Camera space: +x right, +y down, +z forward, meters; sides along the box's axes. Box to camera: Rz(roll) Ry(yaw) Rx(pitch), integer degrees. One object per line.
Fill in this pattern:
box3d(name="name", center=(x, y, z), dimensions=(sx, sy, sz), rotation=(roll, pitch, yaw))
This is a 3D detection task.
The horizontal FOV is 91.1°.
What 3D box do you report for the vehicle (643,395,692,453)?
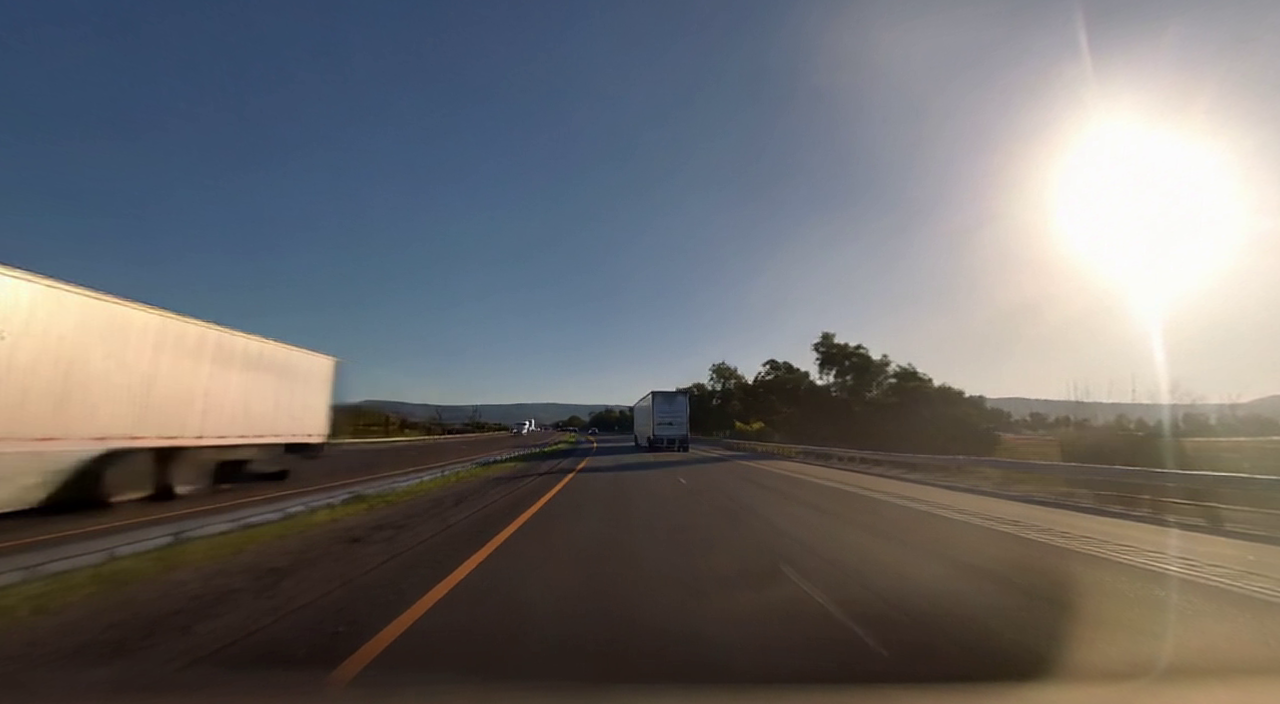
box3d(name="vehicle", center=(1.879, 5.420, 46.817), dimensions=(2.949, 3.877, 8.528), rotation=(0, -8, -2))
